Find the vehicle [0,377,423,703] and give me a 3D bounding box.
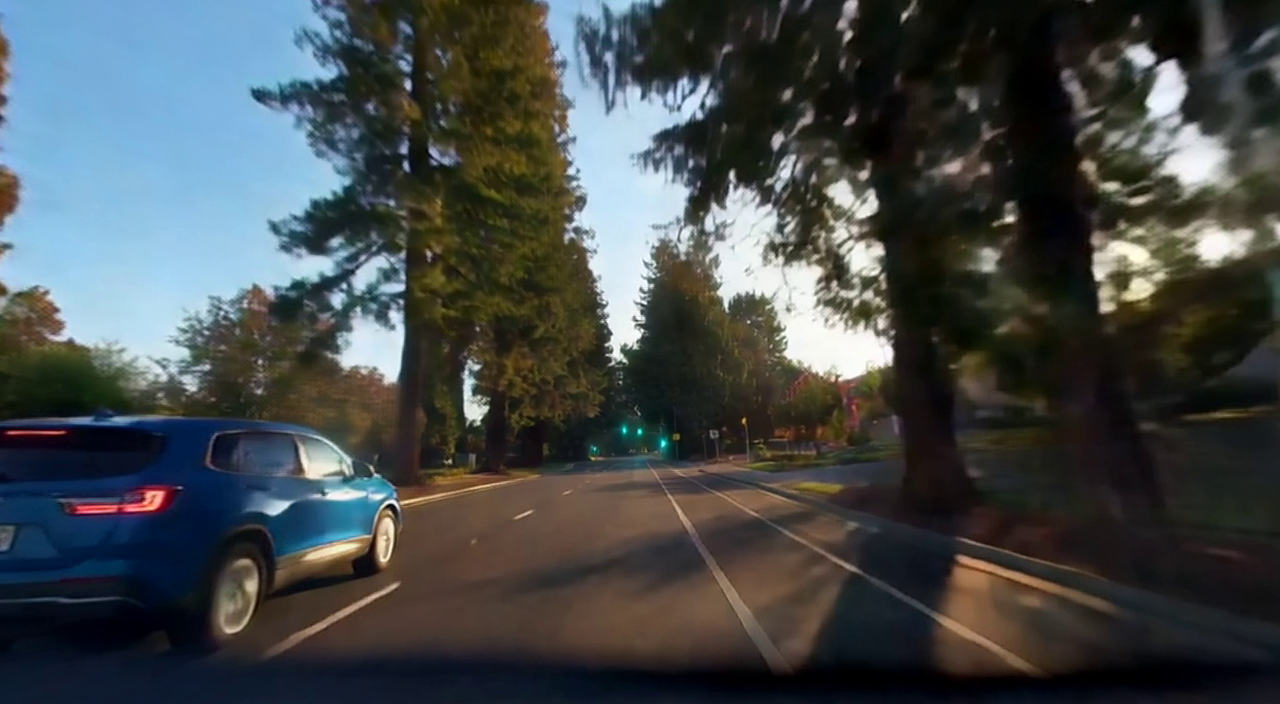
[{"bbox_3d":[-3.706,1.323,5.403,2.121,1.724,4.392,0,-9,0],"label":"vehicle"}]
